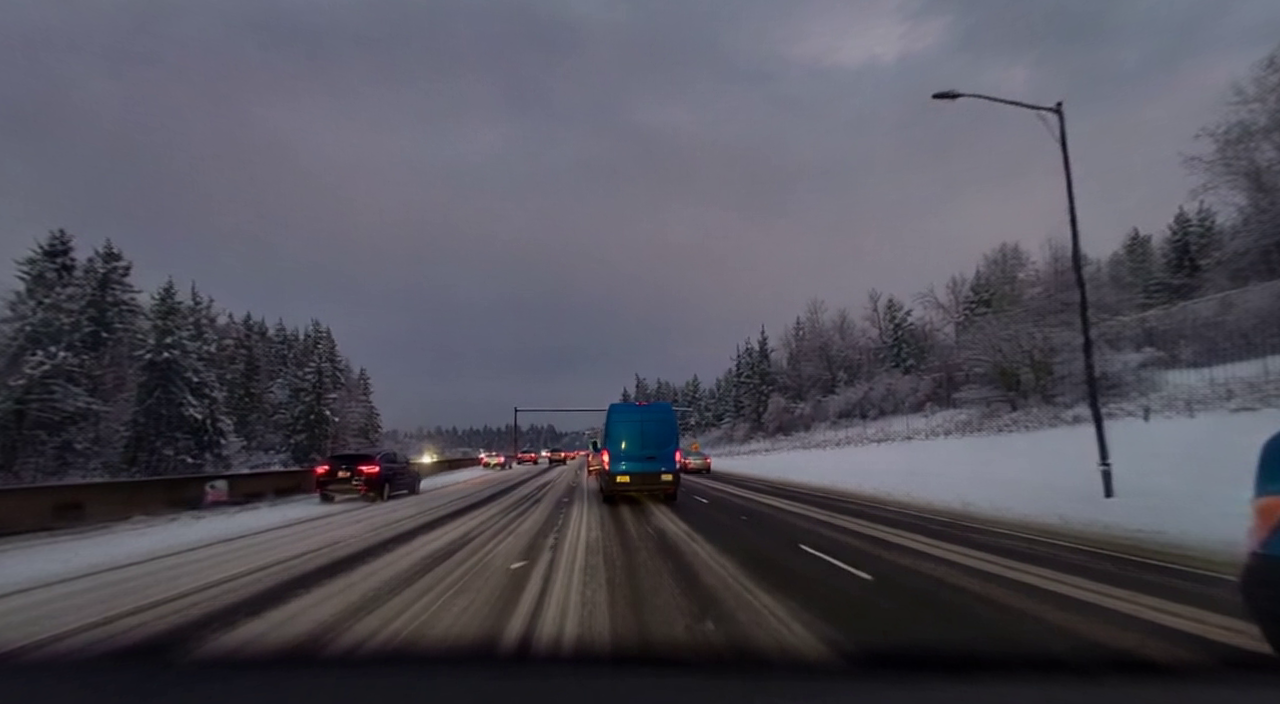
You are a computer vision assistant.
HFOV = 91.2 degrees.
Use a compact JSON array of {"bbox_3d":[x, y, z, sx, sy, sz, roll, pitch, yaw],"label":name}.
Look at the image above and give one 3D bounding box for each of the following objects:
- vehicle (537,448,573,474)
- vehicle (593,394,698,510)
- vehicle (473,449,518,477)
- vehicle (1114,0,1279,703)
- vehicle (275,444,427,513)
[{"bbox_3d":[-5.344,6.873,39.799,2.002,1.536,4.021,0,-9,-5],"label":"vehicle"},{"bbox_3d":[-0.072,2.605,16.559,2.268,2.551,5.144,0,-9,-5],"label":"vehicle"},{"bbox_3d":[-8.407,6.453,36.792,2.026,1.506,4.102,0,-9,-5],"label":"vehicle"},{"bbox_3d":[4.672,-0.337,0.811,2.959,3.648,6.040,0,-9,-3],"label":"vehicle"},{"bbox_3d":[-7.162,3.150,16.147,2.003,1.498,4.386,0,-9,-3],"label":"vehicle"}]
